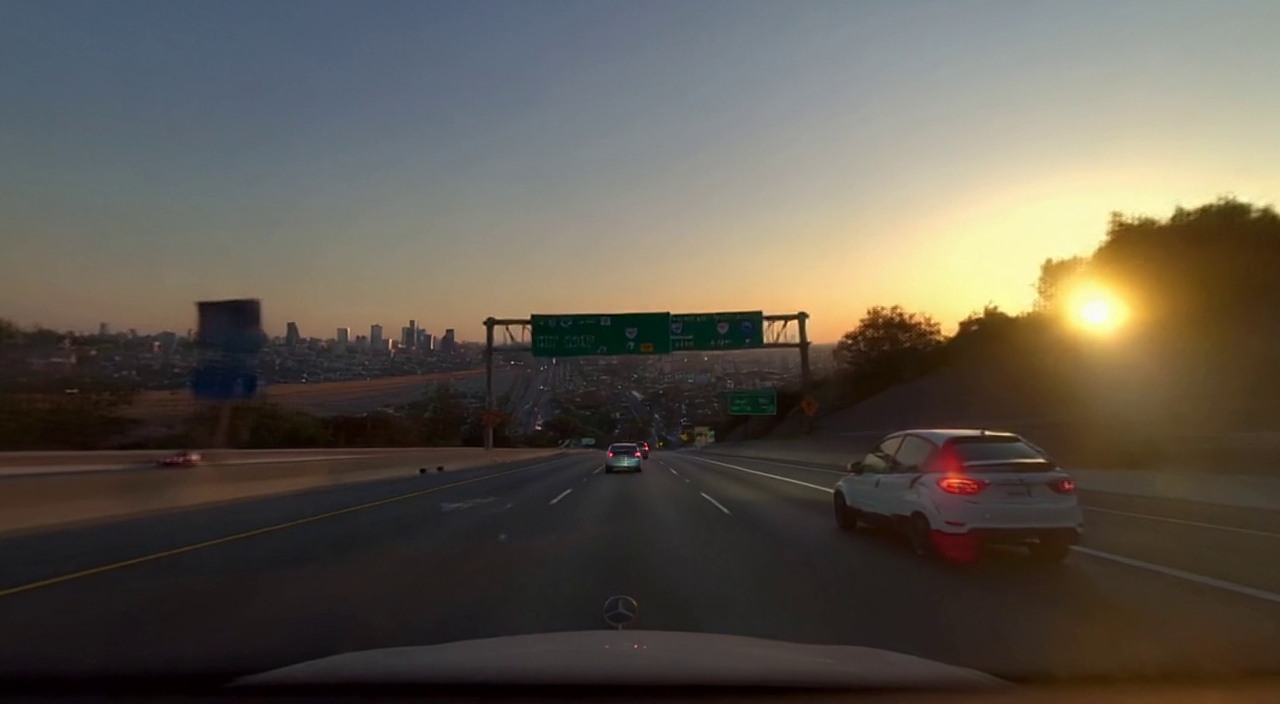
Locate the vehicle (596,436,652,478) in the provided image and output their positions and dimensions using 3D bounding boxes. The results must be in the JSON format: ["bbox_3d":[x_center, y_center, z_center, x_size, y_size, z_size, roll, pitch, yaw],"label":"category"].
[{"bbox_3d":[-0.619,4.317,26.047,2.147,1.576,3.964,0,-8,0],"label":"vehicle"}]
